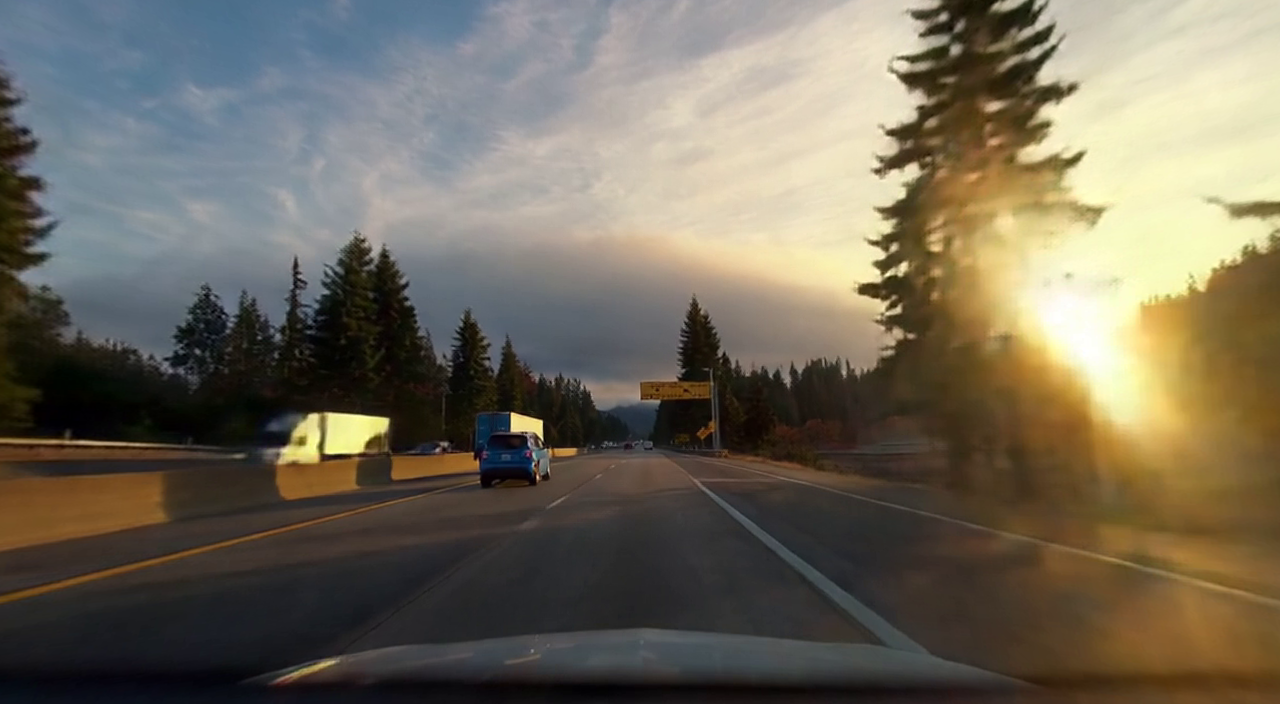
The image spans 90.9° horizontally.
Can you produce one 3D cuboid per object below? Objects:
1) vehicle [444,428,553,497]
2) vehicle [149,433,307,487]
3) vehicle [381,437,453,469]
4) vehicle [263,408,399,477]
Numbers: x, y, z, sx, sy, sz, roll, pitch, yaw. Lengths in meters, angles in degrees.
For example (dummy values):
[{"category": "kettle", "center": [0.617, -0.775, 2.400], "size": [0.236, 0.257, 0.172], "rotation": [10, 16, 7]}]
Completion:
[{"category": "vehicle", "center": [-3.912, 3.139, 18.319], "size": [2.084, 1.752, 4.479], "rotation": [0, -8, 1]}, {"category": "vehicle", "center": [-16.876, 4.433, 26.432], "size": [2.365, 1.955, 6.279], "rotation": [0, -8, 0]}, {"category": "vehicle", "center": [-13.177, 5.994, 37.743], "size": [2.206, 1.752, 5.690], "rotation": [0, -8, 1]}, {"category": "vehicle", "center": [-16.813, 5.071, 35.322], "size": [2.774, 3.321, 8.975], "rotation": [0, -8, 2]}]
